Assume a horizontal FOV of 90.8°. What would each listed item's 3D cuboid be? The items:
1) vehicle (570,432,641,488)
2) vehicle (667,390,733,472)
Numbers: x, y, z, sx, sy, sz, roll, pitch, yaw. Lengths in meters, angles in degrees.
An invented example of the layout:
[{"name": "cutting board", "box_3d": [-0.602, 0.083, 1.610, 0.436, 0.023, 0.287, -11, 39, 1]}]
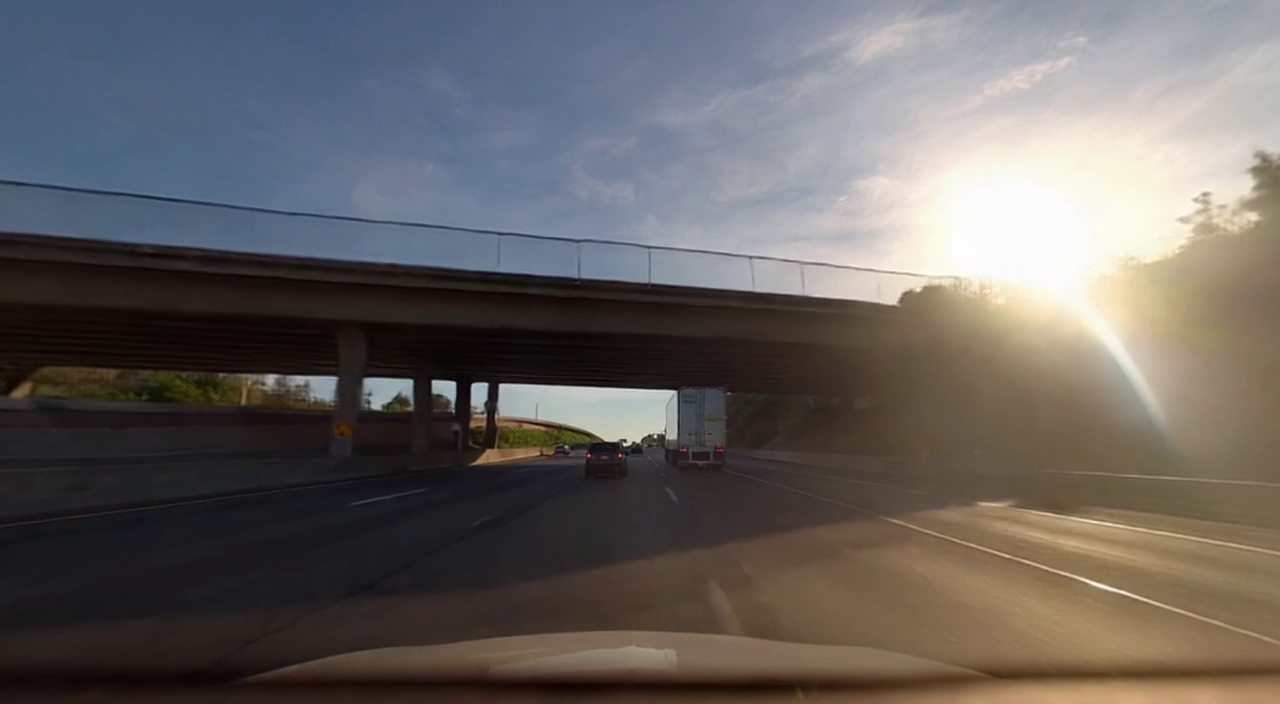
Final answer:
[{"name": "vehicle", "box_3d": [-1.046, 3.674, 21.784, 2.077, 1.716, 4.514, 0, -9, 1]}, {"name": "vehicle", "box_3d": [3.216, 4.672, 36.504, 2.964, 4.063, 10.072, 0, -9, 1]}]
